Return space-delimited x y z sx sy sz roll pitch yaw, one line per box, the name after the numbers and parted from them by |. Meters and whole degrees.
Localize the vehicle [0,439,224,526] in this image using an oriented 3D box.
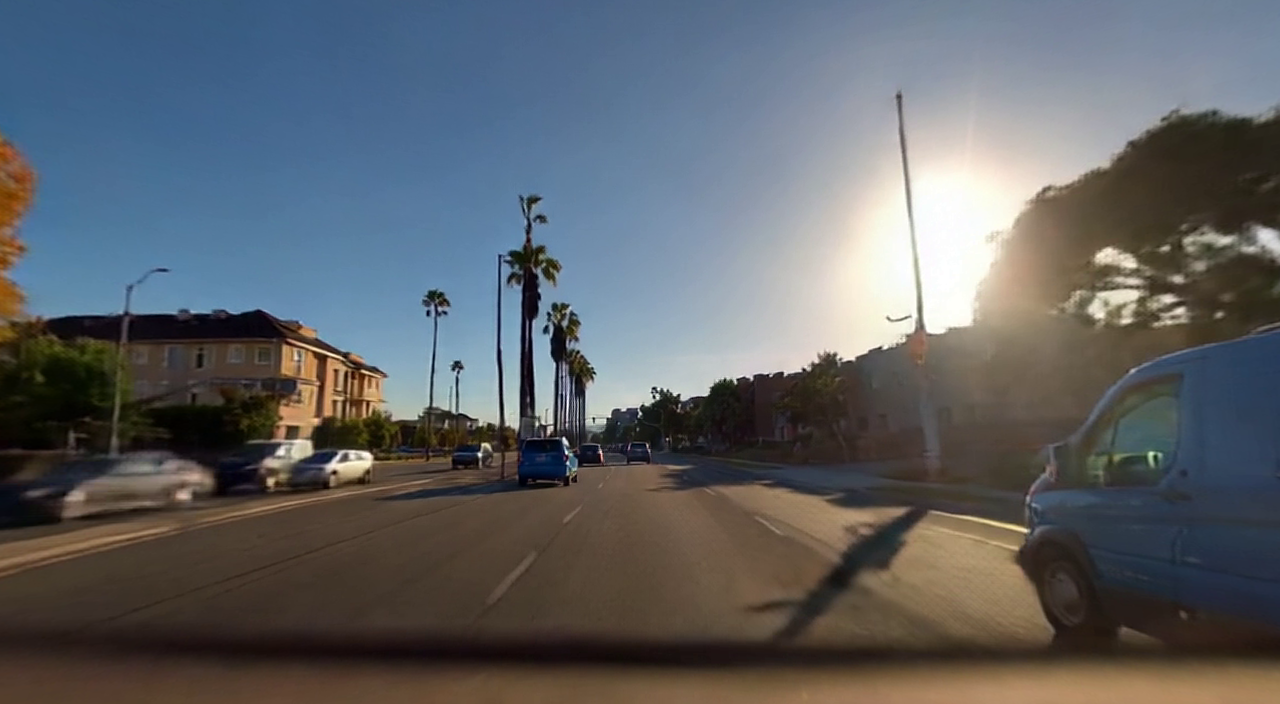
-11.881 2.803 14.219 1.989 1.631 4.500 0 -8 -1 | vehicle

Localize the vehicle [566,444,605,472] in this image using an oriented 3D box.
-3.013 5.957 35.718 1.869 1.454 4.142 0 -8 -1 | vehicle

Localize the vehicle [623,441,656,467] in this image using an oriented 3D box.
-0.078 7.168 44.611 2.191 1.761 3.857 0 -8 -2 | vehicle

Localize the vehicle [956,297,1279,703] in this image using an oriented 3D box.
3.683 0.755 2.599 2.234 1.912 4.847 0 -9 0 | vehicle

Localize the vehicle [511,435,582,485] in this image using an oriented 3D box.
-3.413 4.042 23.861 1.967 1.703 4.157 0 -8 1 | vehicle

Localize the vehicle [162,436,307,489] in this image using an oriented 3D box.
-18.666 5.098 29.640 2.694 2.177 6.297 0 -9 -1 | vehicle

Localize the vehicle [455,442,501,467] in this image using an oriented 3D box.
-12.171 7.716 47.863 2.242 1.770 4.782 0 -9 0 | vehicle
